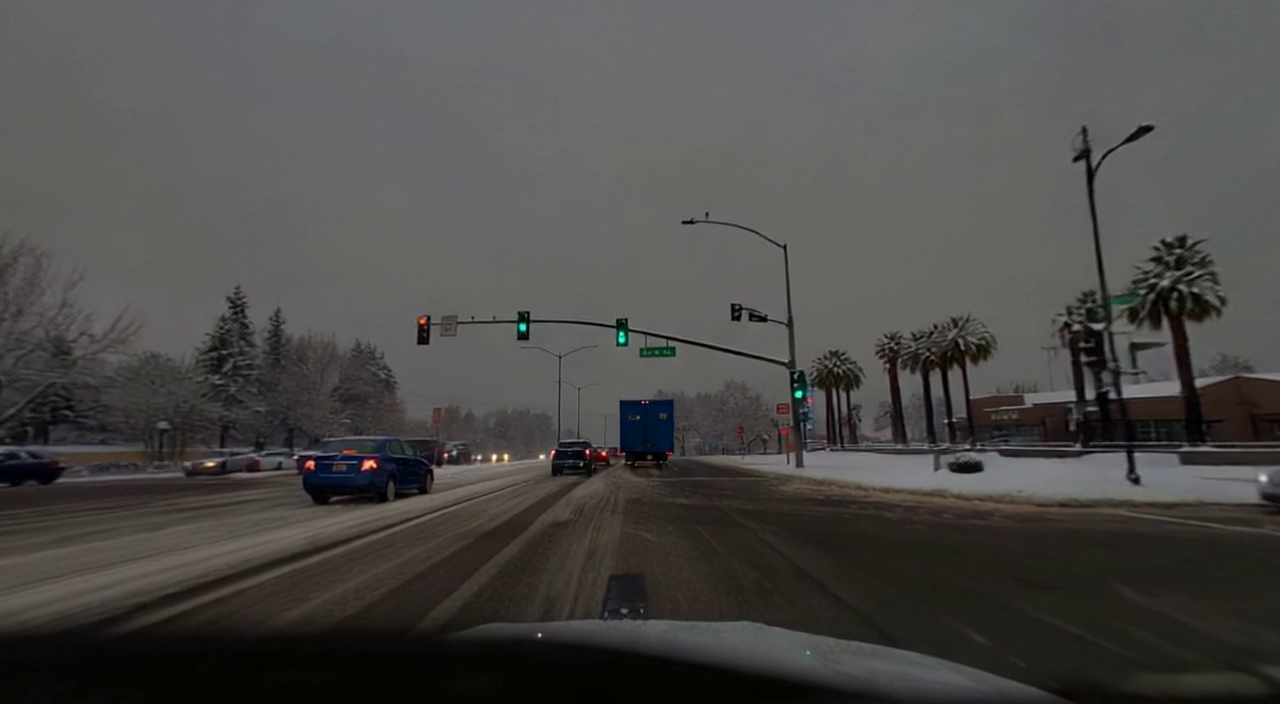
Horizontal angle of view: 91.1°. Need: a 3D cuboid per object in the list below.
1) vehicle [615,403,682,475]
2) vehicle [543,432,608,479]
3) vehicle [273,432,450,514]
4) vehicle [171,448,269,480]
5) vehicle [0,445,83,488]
[{"bbox_3d":[0.425,4.414,31.712,2.993,3.235,6.692,0,-9,1],"label":"vehicle"},{"bbox_3d":[-2.701,4.499,27.520,2.178,1.826,4.933,0,-9,2],"label":"vehicle"},{"bbox_3d":[-6.354,2.797,15.076,2.045,1.630,4.680,0,-9,1],"label":"vehicle"},{"bbox_3d":[-21.332,5.681,32.119,1.876,1.479,4.443,0,-9,1],"label":"vehicle"},{"bbox_3d":[-27.913,5.022,27.695,2.006,1.791,4.944,0,-9,1],"label":"vehicle"}]
